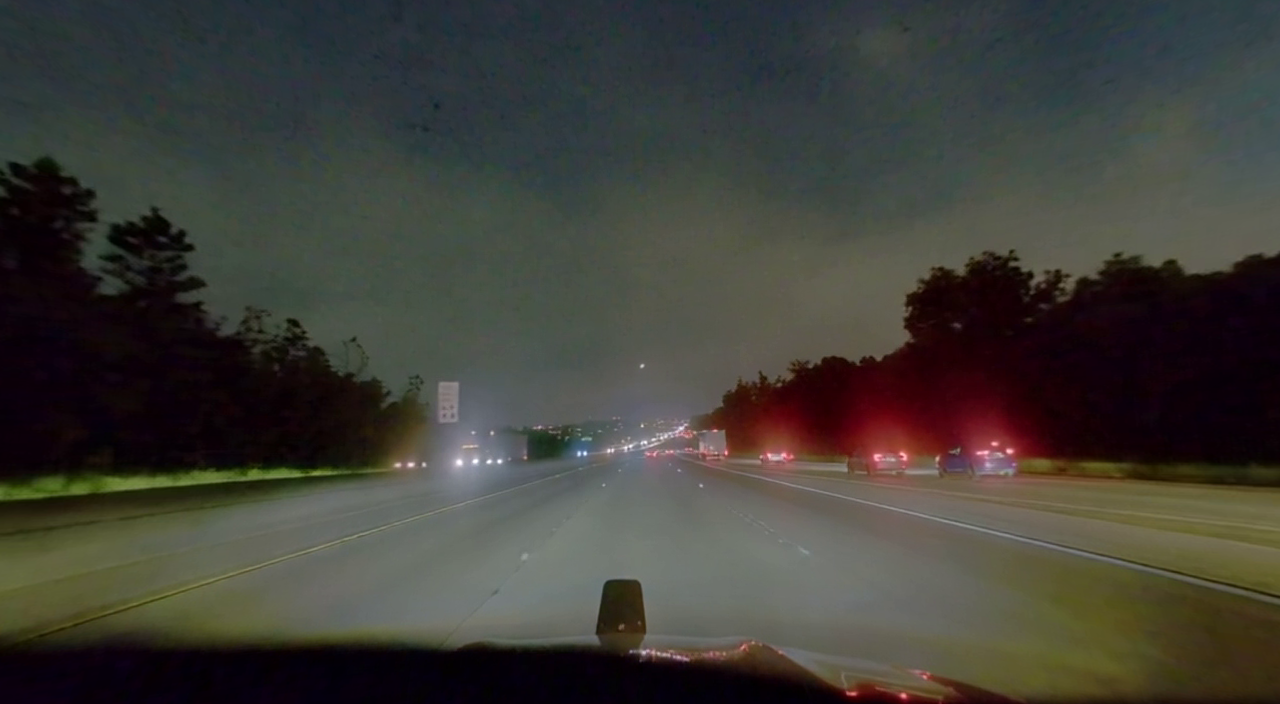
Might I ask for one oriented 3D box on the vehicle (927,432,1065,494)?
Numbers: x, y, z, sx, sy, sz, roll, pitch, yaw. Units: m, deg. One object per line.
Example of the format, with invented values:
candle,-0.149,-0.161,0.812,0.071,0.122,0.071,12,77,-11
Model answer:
vehicle,11.455,3.579,20.623,2.038,1.823,3.744,1,-9,-5
